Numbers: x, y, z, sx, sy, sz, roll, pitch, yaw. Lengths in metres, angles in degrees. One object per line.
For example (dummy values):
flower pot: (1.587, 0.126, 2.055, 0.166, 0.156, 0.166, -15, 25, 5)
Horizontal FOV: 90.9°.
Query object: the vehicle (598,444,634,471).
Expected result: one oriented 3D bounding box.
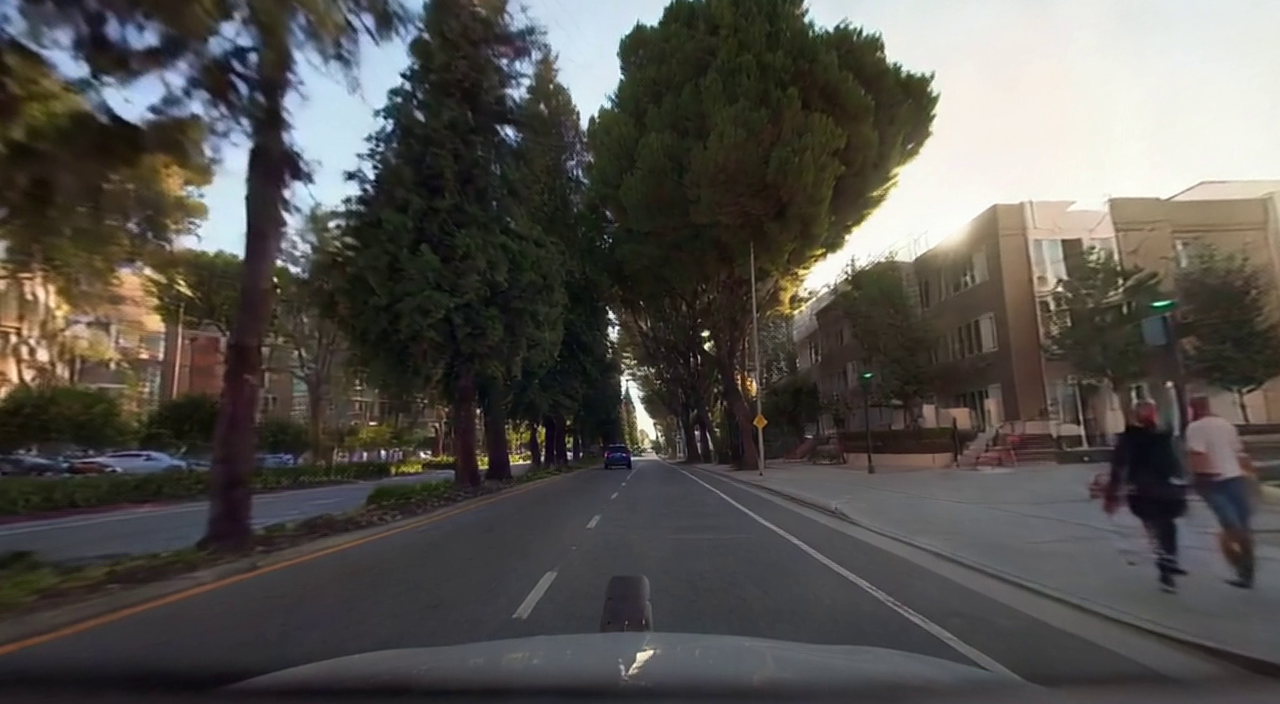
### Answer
vehicle: (-1.676, 7.665, 45.946, 2.294, 1.859, 5.127, 0, -9, 1)
